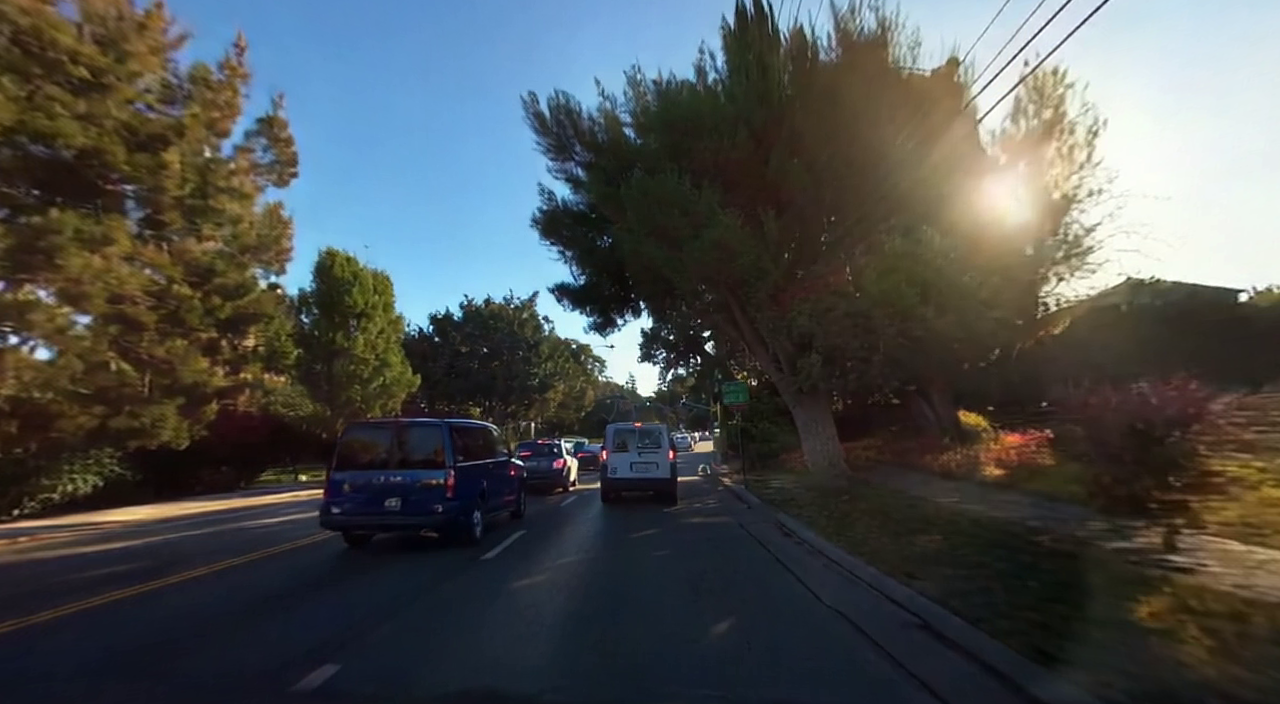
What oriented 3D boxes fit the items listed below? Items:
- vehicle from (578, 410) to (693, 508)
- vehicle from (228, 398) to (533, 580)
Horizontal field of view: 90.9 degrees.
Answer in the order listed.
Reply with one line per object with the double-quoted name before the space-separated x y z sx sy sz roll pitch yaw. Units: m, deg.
"vehicle" -0.006 2.406 14.474 2.241 1.912 4.095 -1 -8 2
"vehicle" -2.986 1.705 8.656 2.062 1.796 4.657 -1 -8 2
